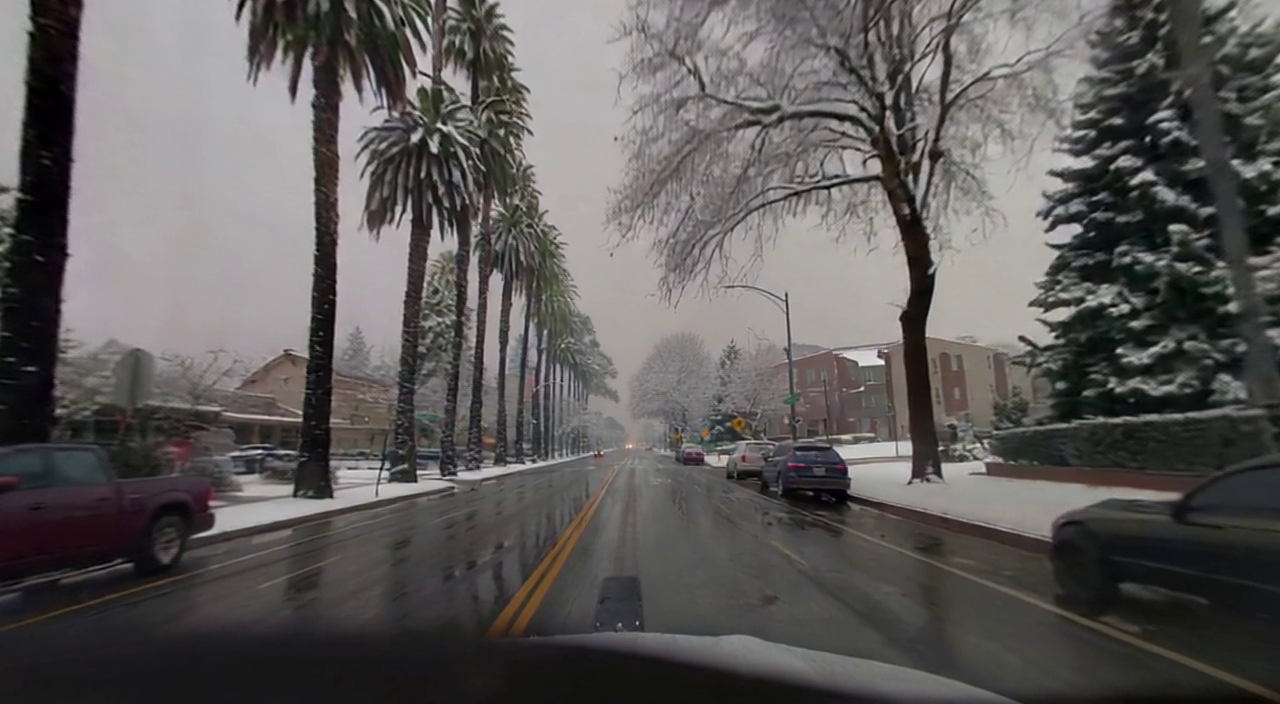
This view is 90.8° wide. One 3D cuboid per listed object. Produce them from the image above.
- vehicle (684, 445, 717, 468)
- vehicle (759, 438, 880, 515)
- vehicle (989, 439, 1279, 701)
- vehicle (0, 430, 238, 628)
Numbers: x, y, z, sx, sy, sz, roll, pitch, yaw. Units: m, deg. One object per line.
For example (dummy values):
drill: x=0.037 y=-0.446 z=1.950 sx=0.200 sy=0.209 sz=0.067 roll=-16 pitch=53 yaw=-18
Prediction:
vehicle: x=4.540 y=7.904 z=47.995 sx=1.997 sy=1.640 sz=4.494 roll=0 pitch=-9 yaw=-1
vehicle: x=4.540 y=3.198 z=16.724 sx=2.000 sy=1.732 sz=4.298 roll=-1 pitch=-9 yaw=1
vehicle: x=4.722 y=1.277 z=3.876 sx=2.141 sy=1.480 sz=5.016 roll=0 pitch=-9 yaw=-2
vehicle: x=-6.950 y=1.743 z=6.544 sx=2.220 sy=1.786 sz=5.161 roll=-1 pitch=-8 yaw=-1
